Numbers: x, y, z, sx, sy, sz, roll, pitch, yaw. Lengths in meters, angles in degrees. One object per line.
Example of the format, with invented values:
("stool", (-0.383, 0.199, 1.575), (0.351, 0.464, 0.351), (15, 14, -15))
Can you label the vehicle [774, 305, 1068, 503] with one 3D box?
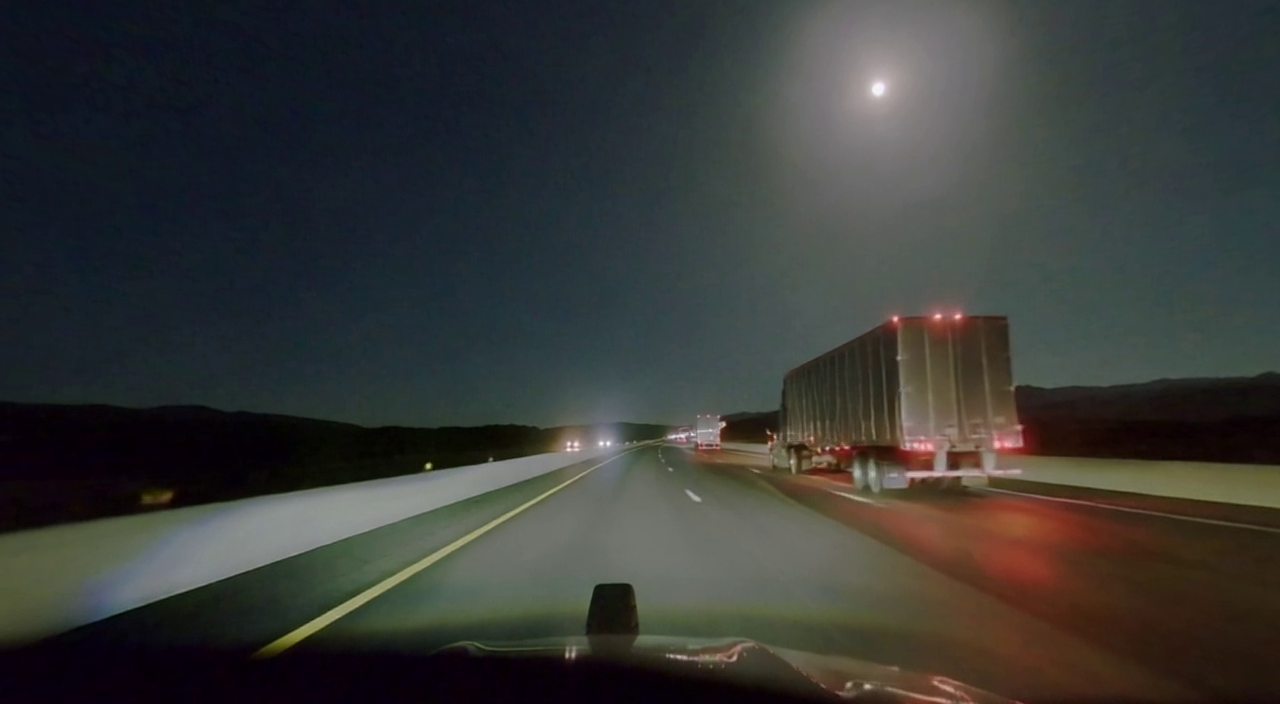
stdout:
("vehicle", (7.221, 2.025, 19.960), (2.885, 4.075, 13.981), (-1, -8, 0))
